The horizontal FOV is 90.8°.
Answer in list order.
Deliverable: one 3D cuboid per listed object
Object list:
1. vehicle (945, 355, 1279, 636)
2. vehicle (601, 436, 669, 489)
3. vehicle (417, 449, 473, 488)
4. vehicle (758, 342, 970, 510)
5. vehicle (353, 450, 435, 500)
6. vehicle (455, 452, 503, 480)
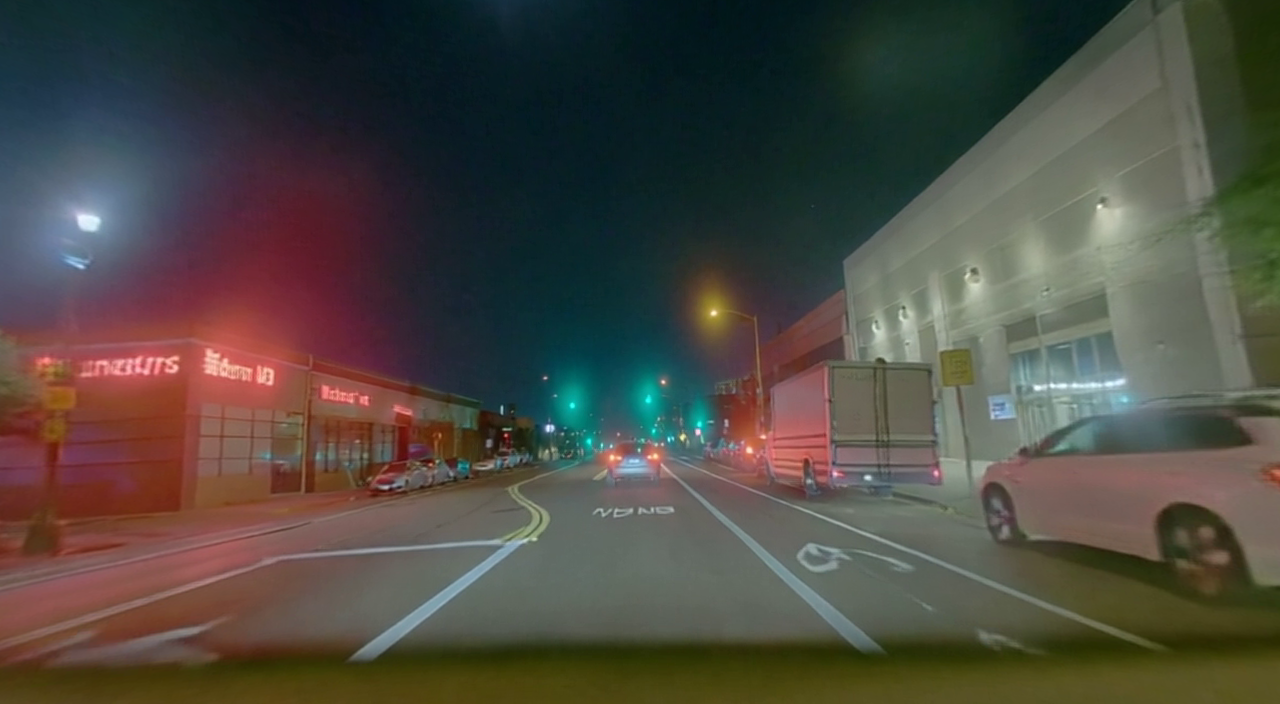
[{"bbox_3d":[5.587,1.235,6.043,2.367,1.917,5.810,0,-8,-1],"label":"vehicle"},{"bbox_3d":[-0.171,3.715,21.578,2.086,1.575,4.205,0,-8,0],"label":"vehicle"},{"bbox_3d":[-11.420,6.813,37.348,1.872,1.731,4.656,-4,-6,-2],"label":"vehicle"},{"bbox_3d":[5.424,2.081,17.130,2.893,3.553,7.295,0,-8,-1],"label":"vehicle"},{"bbox_3d":[-11.303,5.644,29.410,2.055,1.685,4.370,-6,-6,-1],"label":"vehicle"},{"bbox_3d":[-11.135,7.882,43.947,1.920,1.498,4.591,-5,-6,2],"label":"vehicle"}]
